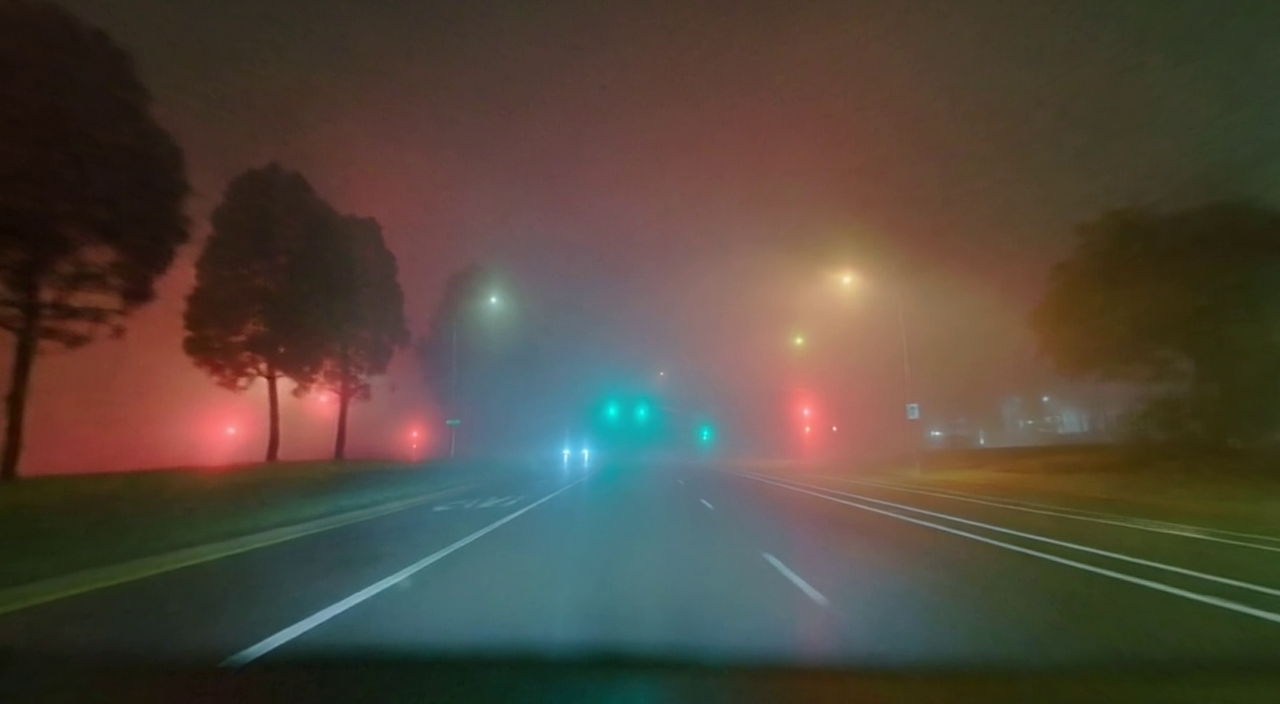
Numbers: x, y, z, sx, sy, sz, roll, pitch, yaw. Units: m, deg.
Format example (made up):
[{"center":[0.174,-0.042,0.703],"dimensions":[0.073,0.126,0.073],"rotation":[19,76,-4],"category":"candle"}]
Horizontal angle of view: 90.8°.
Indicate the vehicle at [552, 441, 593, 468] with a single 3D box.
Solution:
[{"center":[-4.430,6.807,42.134],"dimensions":[2.156,1.722,4.484],"rotation":[-1,-8,0],"category":"vehicle"}]
